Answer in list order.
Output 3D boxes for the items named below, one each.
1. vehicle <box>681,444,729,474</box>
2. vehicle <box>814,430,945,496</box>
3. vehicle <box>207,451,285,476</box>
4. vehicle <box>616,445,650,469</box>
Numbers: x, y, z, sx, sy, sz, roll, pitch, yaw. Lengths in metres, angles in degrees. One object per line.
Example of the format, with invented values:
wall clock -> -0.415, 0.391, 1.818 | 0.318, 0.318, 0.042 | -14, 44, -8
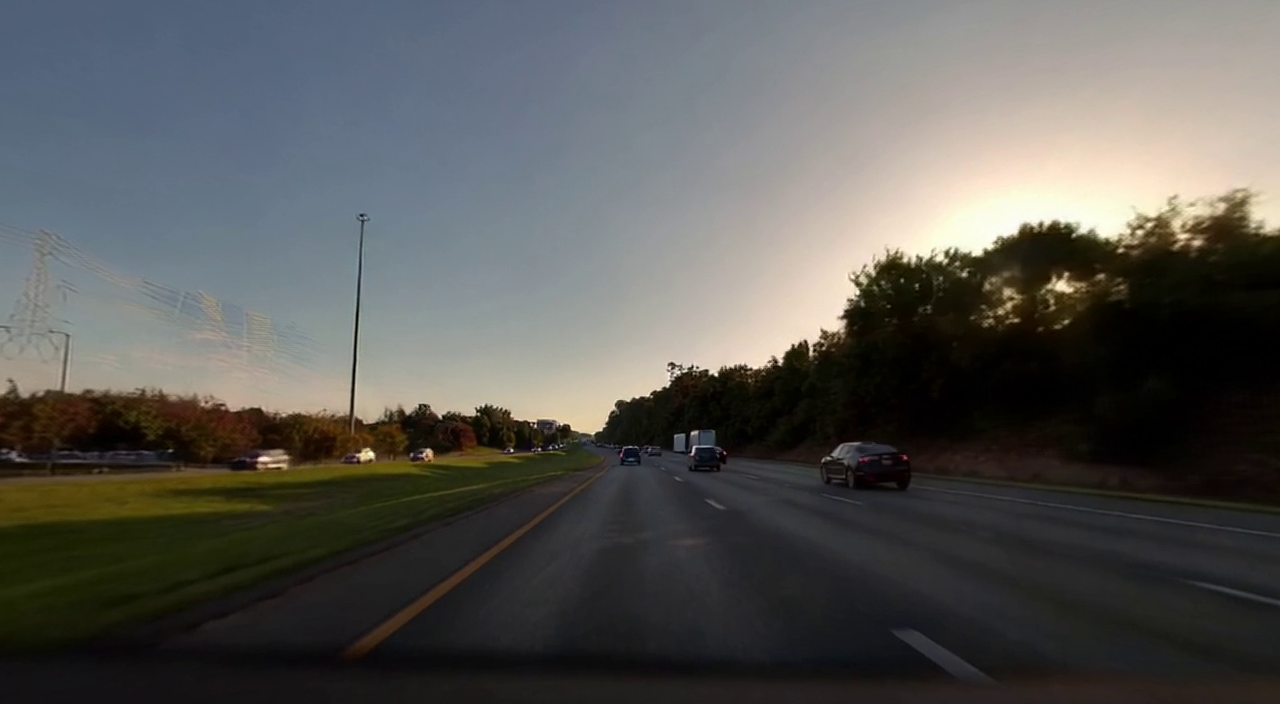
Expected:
vehicle -> 3.403, 5.705, 33.871 | 1.978, 1.488, 4.252 | 0, -8, -1
vehicle -> 7.242, 3.398, 19.738 | 2.114, 1.800, 4.779 | 0, -8, -1
vehicle -> -24.867, 7.025, 40.068 | 1.879, 1.468, 4.713 | 0, -8, 1
vehicle -> -0.433, 6.812, 41.232 | 2.085, 1.449, 3.860 | 0, -8, 0
